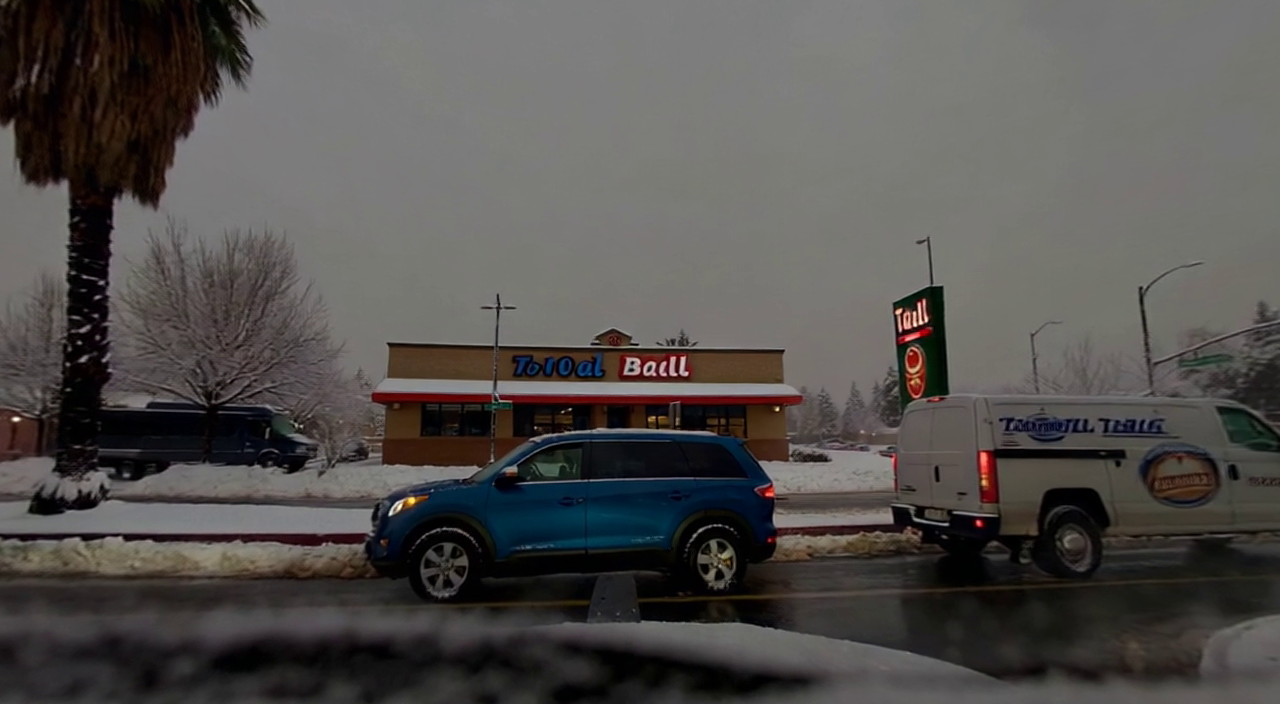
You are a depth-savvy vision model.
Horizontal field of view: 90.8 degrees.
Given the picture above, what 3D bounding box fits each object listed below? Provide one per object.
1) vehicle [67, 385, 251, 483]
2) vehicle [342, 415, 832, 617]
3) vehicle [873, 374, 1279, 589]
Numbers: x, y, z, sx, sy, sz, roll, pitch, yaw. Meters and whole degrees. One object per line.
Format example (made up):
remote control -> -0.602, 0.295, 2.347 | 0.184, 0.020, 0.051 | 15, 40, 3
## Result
vehicle -> -21.835, 3.881, 29.462 | 3.034, 3.929, 7.699 | 1, -9, -7
vehicle -> -0.521, 1.641, 6.962 | 4.493, 1.728, 2.137 | 2, -9, -9
vehicle -> 6.570, 1.564, 8.161 | 6.246, 2.202, 2.277 | 1, -9, -8
